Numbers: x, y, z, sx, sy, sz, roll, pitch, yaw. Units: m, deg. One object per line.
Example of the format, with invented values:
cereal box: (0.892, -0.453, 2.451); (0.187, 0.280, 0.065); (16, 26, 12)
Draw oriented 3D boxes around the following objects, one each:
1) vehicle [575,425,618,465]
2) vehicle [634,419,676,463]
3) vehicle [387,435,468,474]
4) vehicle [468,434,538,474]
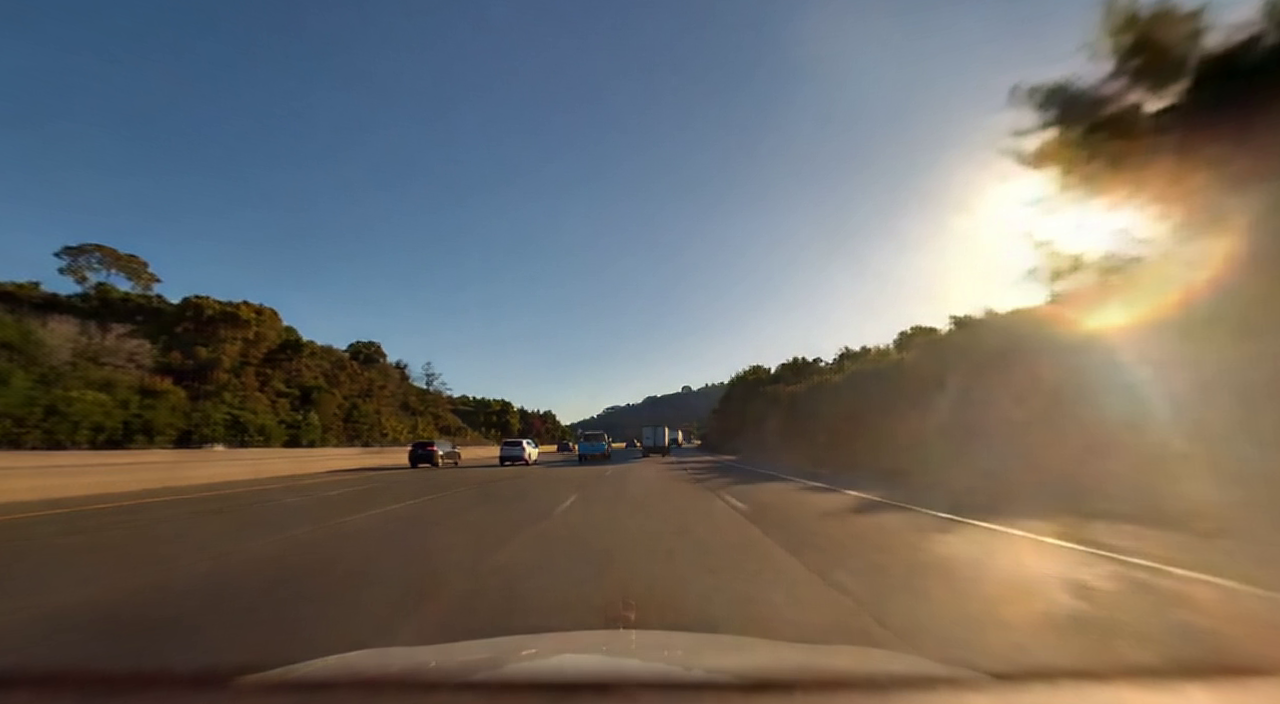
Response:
vehicle: (-2.909, 6.387, 43.256); (2.328, 2.519, 5.238); (-1, -8, 3)
vehicle: (1.042, 6.324, 44.714); (2.768, 2.854, 6.757); (0, -8, 1)
vehicle: (-10.373, 5.053, 31.338); (2.080, 1.777, 5.450); (0, -9, 1)
vehicle: (-6.659, 5.045, 31.426); (2.206, 1.838, 4.889); (-1, -9, 2)
